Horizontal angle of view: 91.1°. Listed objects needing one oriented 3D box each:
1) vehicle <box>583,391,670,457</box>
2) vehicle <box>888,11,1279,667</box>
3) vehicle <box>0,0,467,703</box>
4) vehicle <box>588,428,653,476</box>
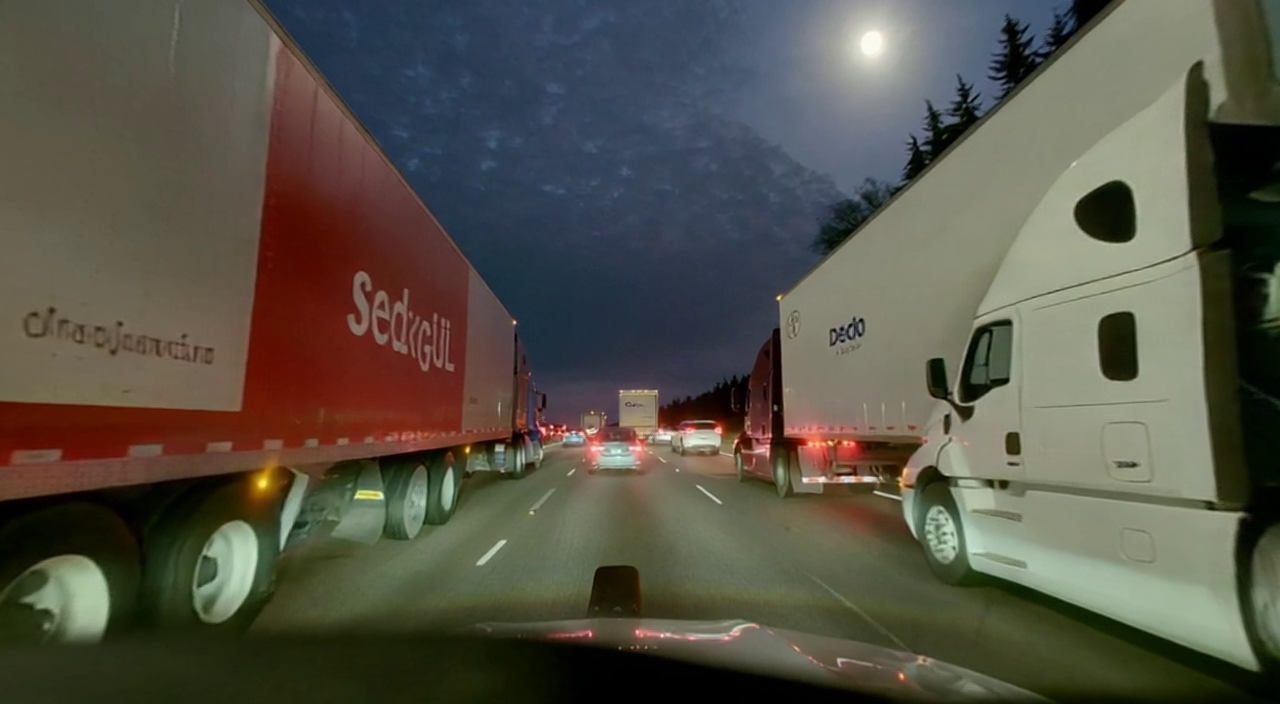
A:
[{"bbox_3d":[-1.416,5.394,46.161,2.899,4.112,13.912,2,-8,-16],"label":"vehicle"},{"bbox_3d":[5.222,-0.022,4.563,2.992,3.986,5.841,3,-8,-22],"label":"vehicle"},{"bbox_3d":[-3.800,0.090,4.657,2.822,3.788,8.799,0,-8,-2],"label":"vehicle"},{"bbox_3d":[-0.826,3.557,22.803,2.060,1.540,4.374,1,-8,-6],"label":"vehicle"}]
